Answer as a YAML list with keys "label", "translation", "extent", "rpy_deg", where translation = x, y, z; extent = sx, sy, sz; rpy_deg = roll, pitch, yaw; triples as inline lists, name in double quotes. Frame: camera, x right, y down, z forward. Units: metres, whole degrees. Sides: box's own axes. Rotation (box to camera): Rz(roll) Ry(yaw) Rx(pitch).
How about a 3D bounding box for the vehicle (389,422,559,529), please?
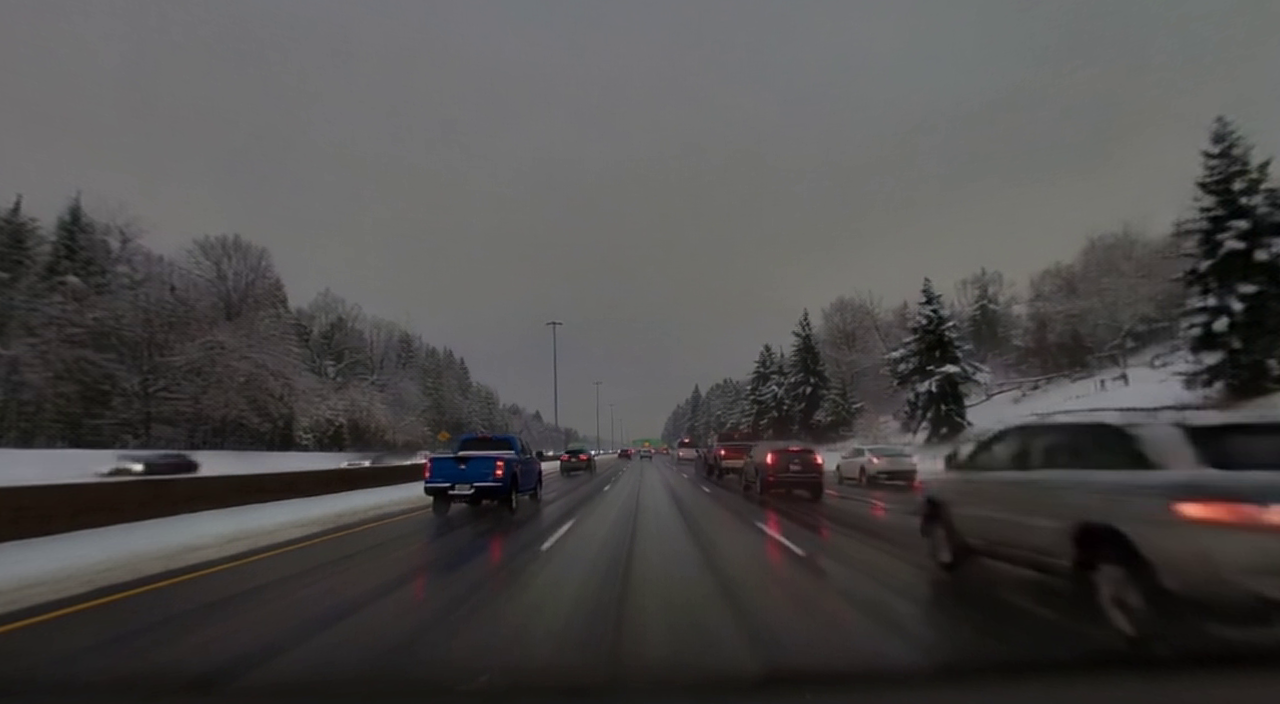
- label: "vehicle"
  translation: [-3.085, 2.415, 12.973]
  extent: [2.139, 1.764, 4.707]
  rpy_deg: [-1, -8, 1]

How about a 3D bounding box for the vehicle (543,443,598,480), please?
- label: "vehicle"
  translation: [-3.197, 5.142, 30.029]
  extent: [1.974, 1.589, 5.047]
  rpy_deg: [-1, -8, 1]

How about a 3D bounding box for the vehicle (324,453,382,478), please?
- label: "vehicle"
  translation: [-19.219, 7.579, 42.453]
  extent: [1.849, 1.503, 4.328]
  rpy_deg: [0, -8, 0]

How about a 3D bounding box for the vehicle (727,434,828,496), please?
- label: "vehicle"
  translation: [4.085, 3.436, 19.659]
  extent: [2.023, 1.670, 4.869]
  rpy_deg: [0, -8, -1]

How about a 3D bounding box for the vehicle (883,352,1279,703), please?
- label: "vehicle"
  translation: [3.910, 1.190, 4.888]
  extent: [2.144, 1.752, 4.765]
  rpy_deg: [0, -8, 0]
